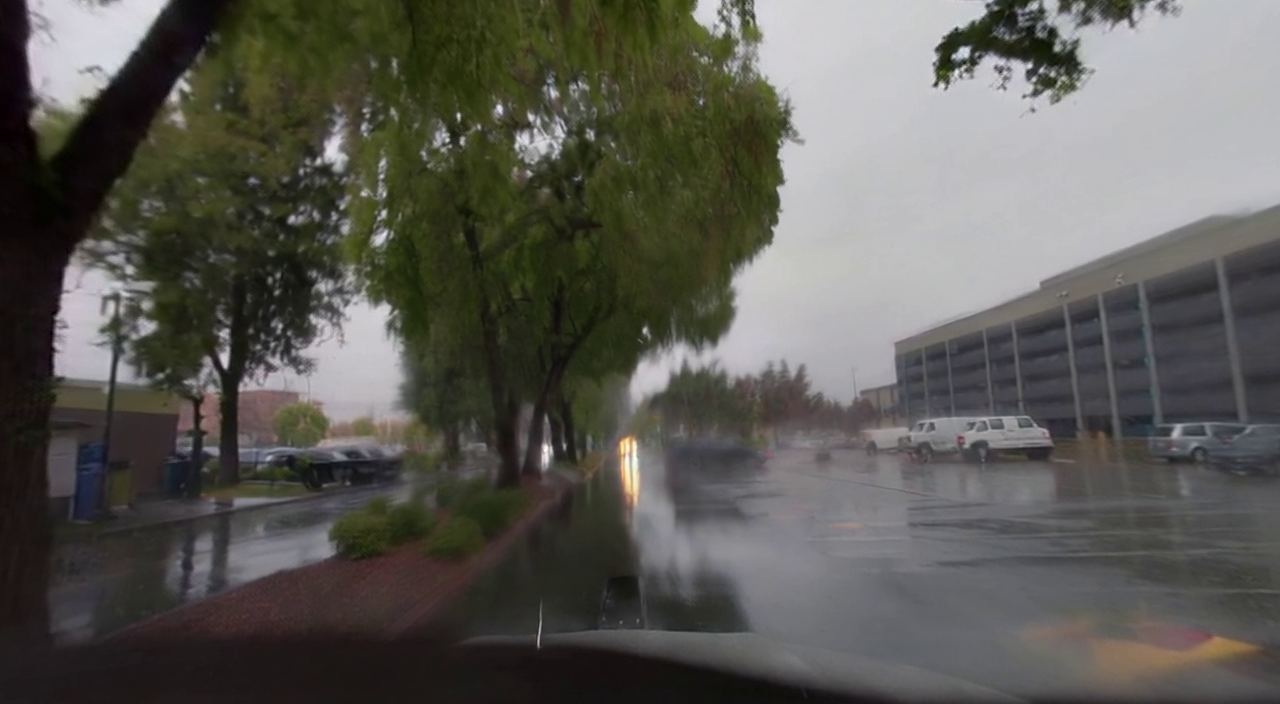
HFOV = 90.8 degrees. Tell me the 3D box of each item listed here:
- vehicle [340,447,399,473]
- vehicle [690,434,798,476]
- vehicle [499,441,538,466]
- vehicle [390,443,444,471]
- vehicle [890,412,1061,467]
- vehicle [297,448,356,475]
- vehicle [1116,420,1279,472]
[{"bbox_3d":[-17.733,7.061,41.618,1.850,1.531,4.256,0,-8,3],"label":"vehicle"},{"bbox_3d":[4.657,4.546,28.075,4.626,1.723,1.939,5,-10,-33],"label":"vehicle"},{"bbox_3d":[-8.417,7.053,44.131,1.993,1.640,4.457,0,-8,-2],"label":"vehicle"},{"bbox_3d":[-14.886,6.992,42.349,1.888,1.657,4.138,0,-8,4],"label":"vehicle"},{"bbox_3d":[13.304,3.504,25.352,5.540,2.045,2.259,0,-8,-3],"label":"vehicle"},{"bbox_3d":[-20.725,7.225,41.943,1.880,1.617,3.870,0,-8,0],"label":"vehicle"},{"bbox_3d":[25.229,4.233,28.635,5.596,2.168,2.307,2,-7,-5],"label":"vehicle"}]
